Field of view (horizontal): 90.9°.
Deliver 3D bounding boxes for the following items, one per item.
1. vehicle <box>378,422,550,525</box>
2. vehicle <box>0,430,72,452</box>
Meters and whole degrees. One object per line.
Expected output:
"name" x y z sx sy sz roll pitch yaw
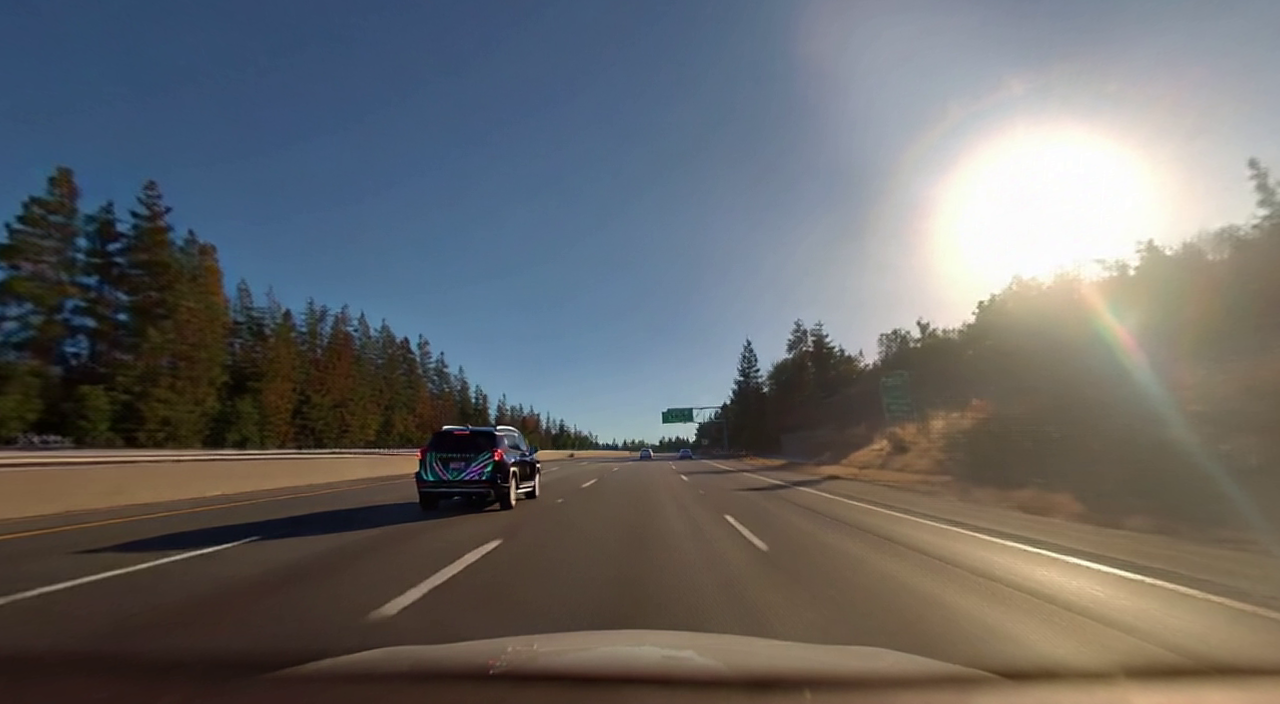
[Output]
"vehicle" -3.461 2.500 13.559 2.183 1.803 4.685 0 -8 2
"vehicle" -44.540 6.517 45.919 1.834 1.497 4.697 0 -8 3
